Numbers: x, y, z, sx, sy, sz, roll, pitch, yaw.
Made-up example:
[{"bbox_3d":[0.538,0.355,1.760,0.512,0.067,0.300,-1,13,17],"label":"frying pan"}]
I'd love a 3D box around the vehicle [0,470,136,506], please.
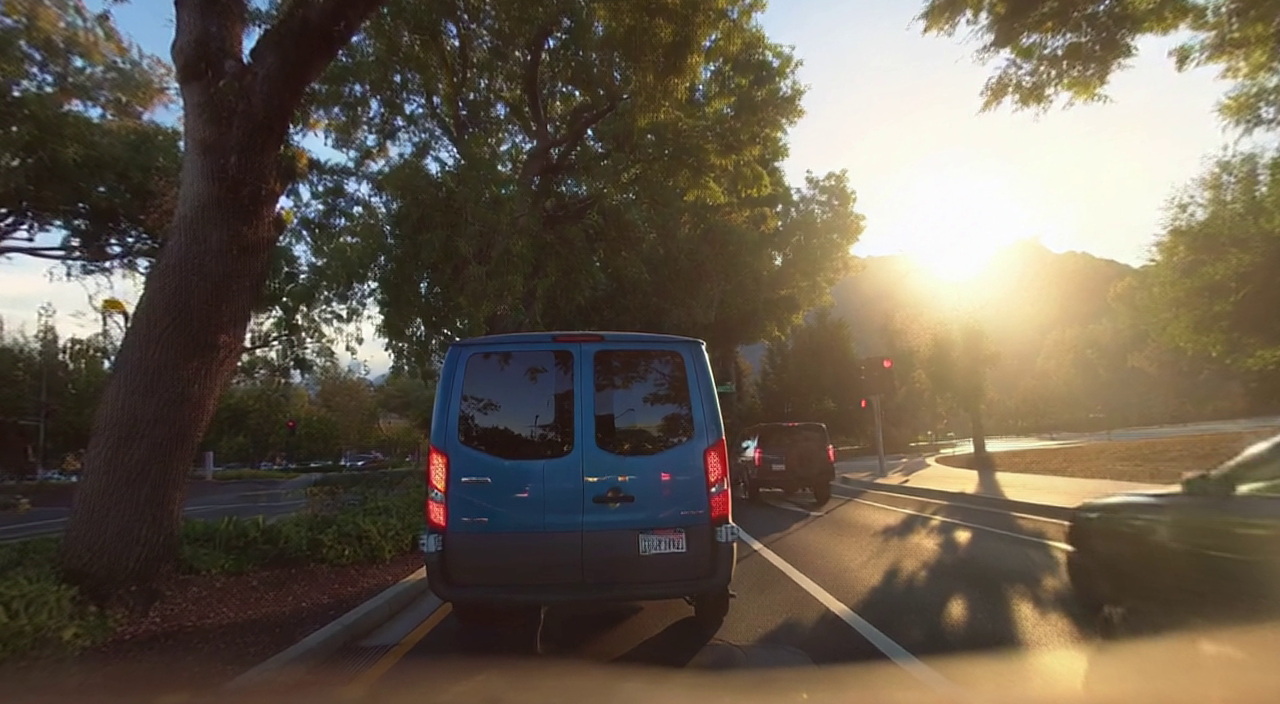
[{"bbox_3d":[-26.332,6.207,28.927,4.726,1.456,1.873,1,-9,-6],"label":"vehicle"}]

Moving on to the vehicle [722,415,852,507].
[{"bbox_3d":[3.316,2.565,15.165,1.988,1.873,3.968,0,-9,-3],"label":"vehicle"}]

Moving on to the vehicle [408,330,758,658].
[{"bbox_3d":[-0.343,1.185,6.158,2.145,2.046,4.309,0,-9,0],"label":"vehicle"}]

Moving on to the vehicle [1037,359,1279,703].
[{"bbox_3d":[4.144,0.802,2.498,2.024,1.692,4.696,0,-9,-1],"label":"vehicle"}]
